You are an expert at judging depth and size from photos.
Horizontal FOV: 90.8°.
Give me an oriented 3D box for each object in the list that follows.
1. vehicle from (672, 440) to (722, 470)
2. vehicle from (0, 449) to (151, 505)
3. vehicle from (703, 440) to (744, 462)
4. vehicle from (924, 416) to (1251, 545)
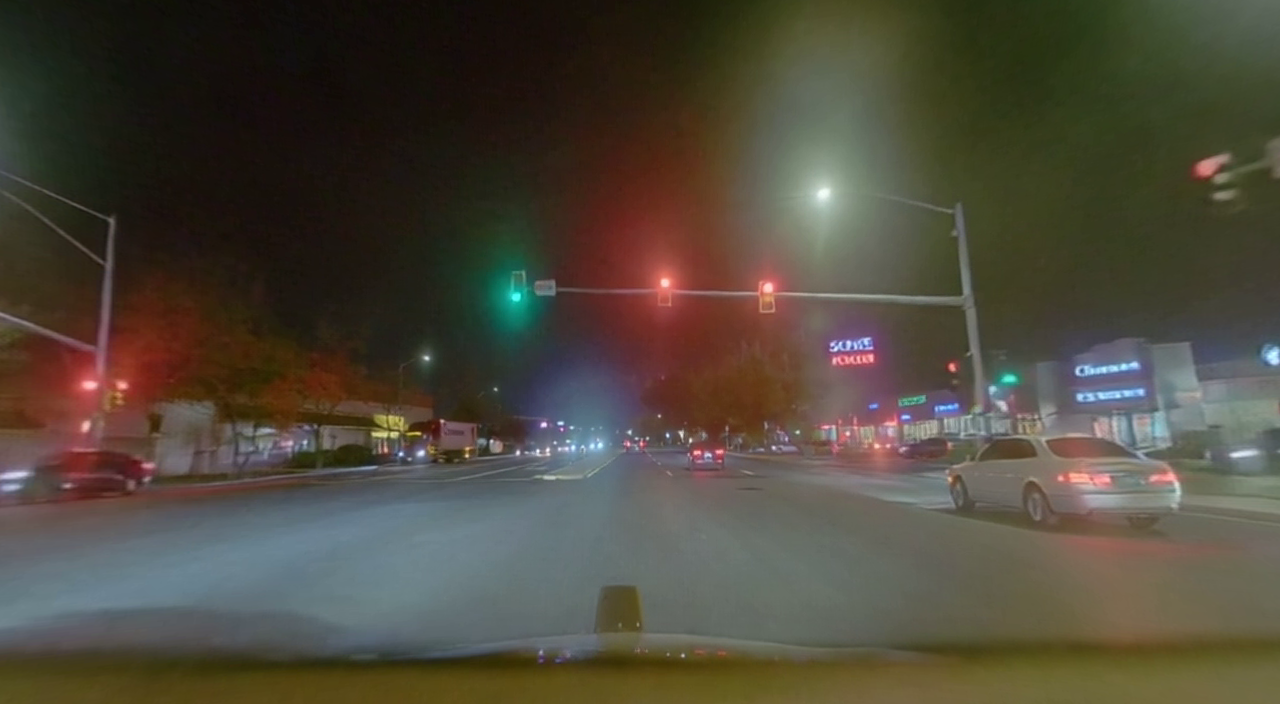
[{"bbox_3d":[2.937,5.446,33.691,2.099,1.463,4.365,0,-8,-2],"label":"vehicle"},{"bbox_3d":[-20.144,4.271,22.004,2.108,1.707,4.348,-6,-10,35],"label":"vehicle"},{"bbox_3d":[5.866,7.034,44.975,2.150,1.485,4.919,0,-8,-2],"label":"vehicle"},{"bbox_3d":[6.867,2.007,10.564,2.002,1.651,4.647,0,-8,-1],"label":"vehicle"}]
